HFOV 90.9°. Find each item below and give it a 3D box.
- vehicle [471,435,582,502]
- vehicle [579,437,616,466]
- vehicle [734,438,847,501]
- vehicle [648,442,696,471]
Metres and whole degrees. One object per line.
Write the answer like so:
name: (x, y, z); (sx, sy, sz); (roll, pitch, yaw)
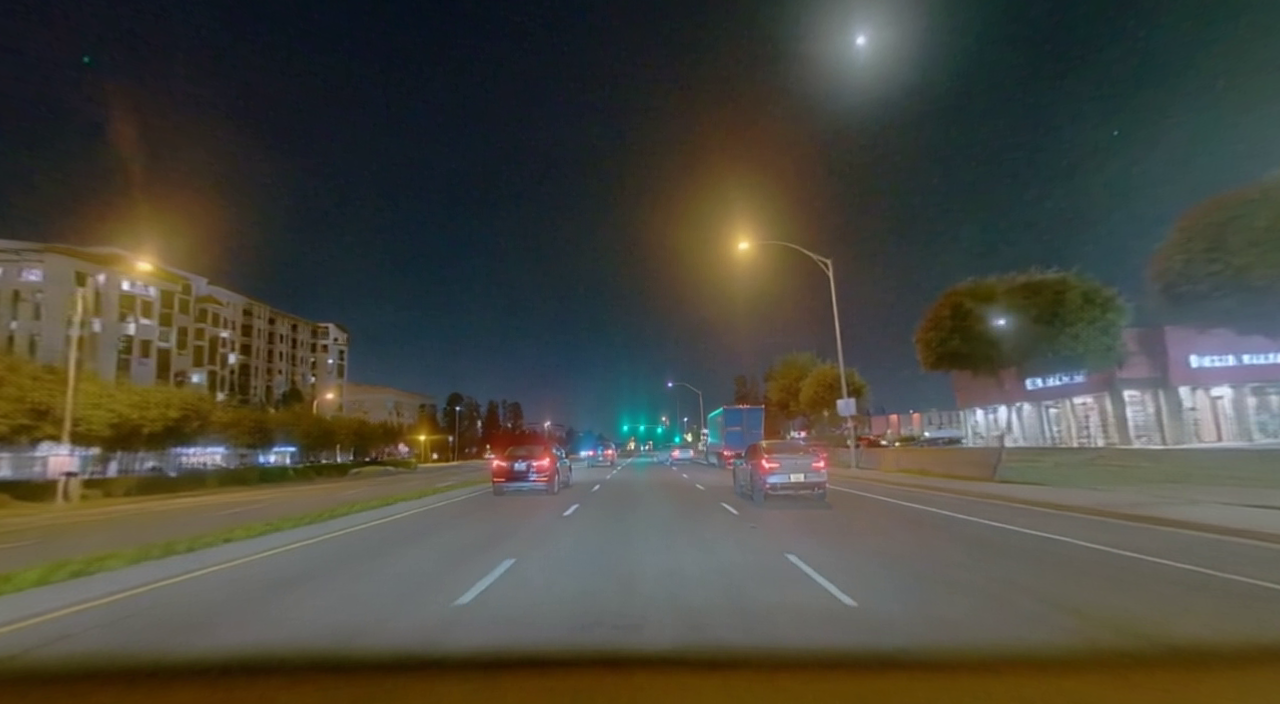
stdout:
vehicle: (-2.819, 3.014, 16.762); (2.003, 1.509, 4.396); (0, -8, 2)
vehicle: (-2.757, 6.668, 42.312); (2.137, 1.796, 4.304); (0, -8, 1)
vehicle: (3.818, 3.048, 16.817); (1.972, 1.452, 4.189); (0, -8, 0)
vehicle: (1.639, 5.609, 34.030); (2.020, 1.461, 4.326); (1, -8, -5)
